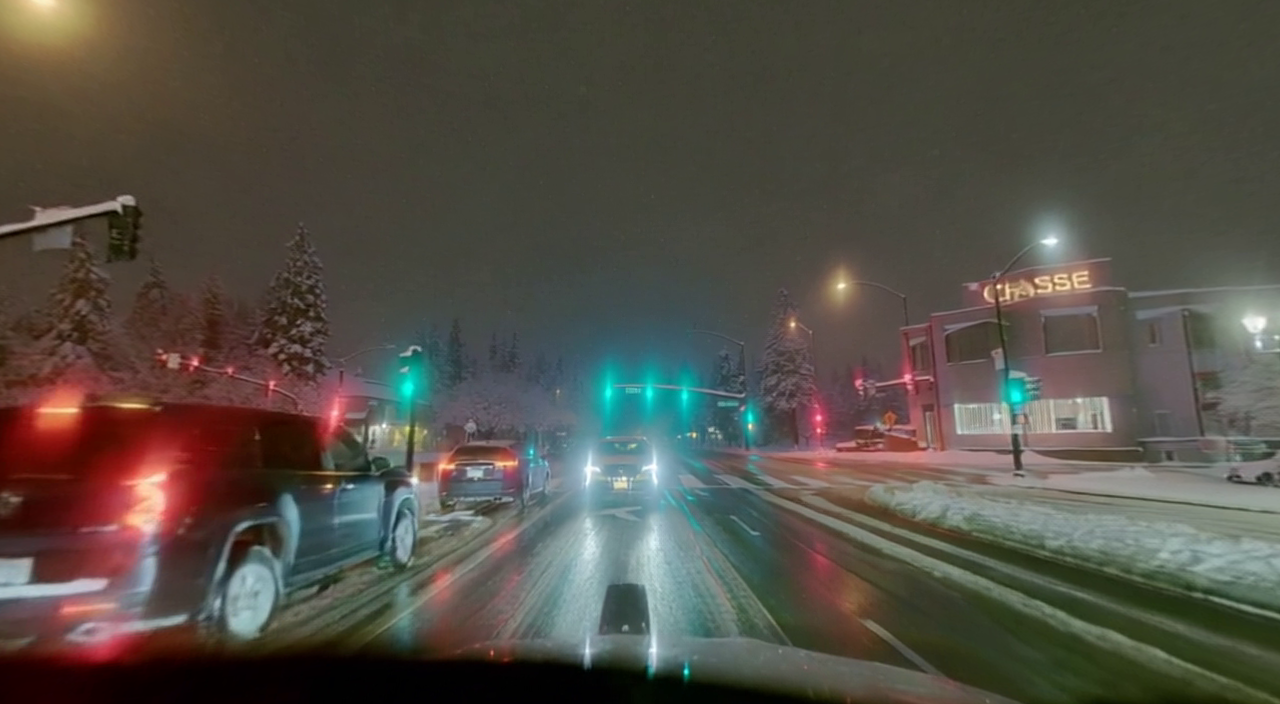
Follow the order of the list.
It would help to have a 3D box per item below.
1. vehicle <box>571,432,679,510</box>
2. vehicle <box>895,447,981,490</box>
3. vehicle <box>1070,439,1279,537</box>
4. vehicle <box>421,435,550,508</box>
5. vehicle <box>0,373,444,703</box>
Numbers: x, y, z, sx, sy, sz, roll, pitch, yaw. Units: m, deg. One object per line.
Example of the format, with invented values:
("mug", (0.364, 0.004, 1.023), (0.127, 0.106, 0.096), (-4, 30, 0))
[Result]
("vehicle", (-0.310, 2.582, 14.122), (2.059, 1.477, 3.988), (0, -8, -1))
("vehicle", (11.971, 4.649, 25.624), (1.935, 1.435, 4.141), (3, -8, 7))
("vehicle", (10.591, 2.408, 11.887), (1.936, 1.474, 4.331), (0, -8, 1))
("vehicle", (-3.473, 2.766, 15.082), (1.939, 1.474, 4.327), (0, -8, 1))
("vehicle", (-3.446, 1.277, 5.404), (2.057, 1.678, 4.639), (0, -8, 0))
